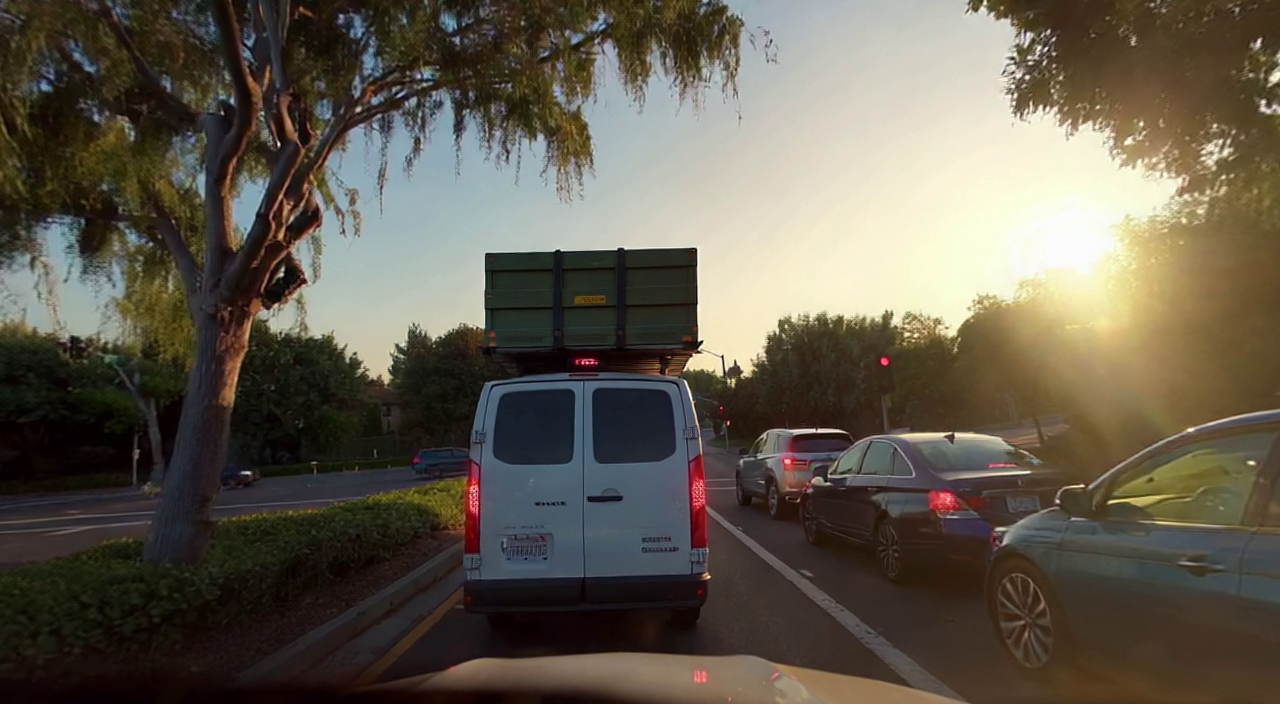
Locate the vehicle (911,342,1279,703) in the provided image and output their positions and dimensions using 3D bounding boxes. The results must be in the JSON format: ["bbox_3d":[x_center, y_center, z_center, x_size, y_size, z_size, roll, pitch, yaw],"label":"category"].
[{"bbox_3d":[3.459,0.944,3.415,1.965,1.671,4.146,0,-9,-3],"label":"vehicle"}]

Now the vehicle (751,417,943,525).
[{"bbox_3d":[3.696,2.215,12.271,2.024,1.692,4.252,1,-9,-4],"label":"vehicle"}]

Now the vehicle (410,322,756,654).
[{"bbox_3d":[-0.364,1.157,6.195,2.145,2.089,4.309,0,-9,0],"label":"vehicle"}]

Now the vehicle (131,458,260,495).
[{"bbox_3d":[-20.800,5.820,29.782,4.501,1.613,1.852,2,-9,-12],"label":"vehicle"}]
